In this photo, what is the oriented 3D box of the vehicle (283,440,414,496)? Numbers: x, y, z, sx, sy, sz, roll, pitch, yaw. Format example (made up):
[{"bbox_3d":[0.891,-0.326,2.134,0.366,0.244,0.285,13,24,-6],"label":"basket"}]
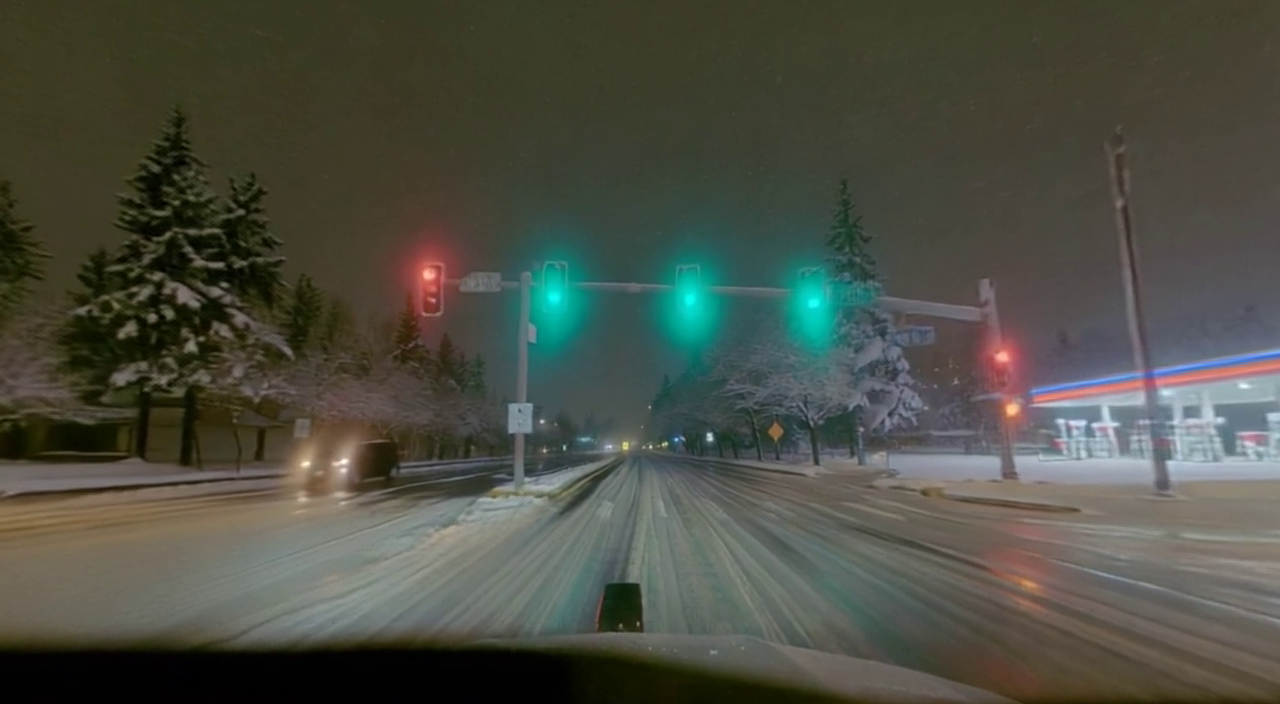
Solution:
[{"bbox_3d":[-9.150,3.673,20.370,2.029,1.452,4.598,-3,-9,1],"label":"vehicle"}]

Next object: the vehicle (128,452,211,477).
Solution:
[{"bbox_3d":[-36.132,8.645,48.566,4.876,1.829,2.094,-1,-8,7],"label":"vehicle"}]

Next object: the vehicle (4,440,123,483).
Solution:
[{"bbox_3d":[-37.099,7.023,40.727,5.831,2.624,2.189,-1,-9,8],"label":"vehicle"}]

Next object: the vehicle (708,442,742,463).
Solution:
[{"bbox_3d":[6.624,7.878,49.660,1.990,1.508,4.426,0,-8,-2],"label":"vehicle"}]
